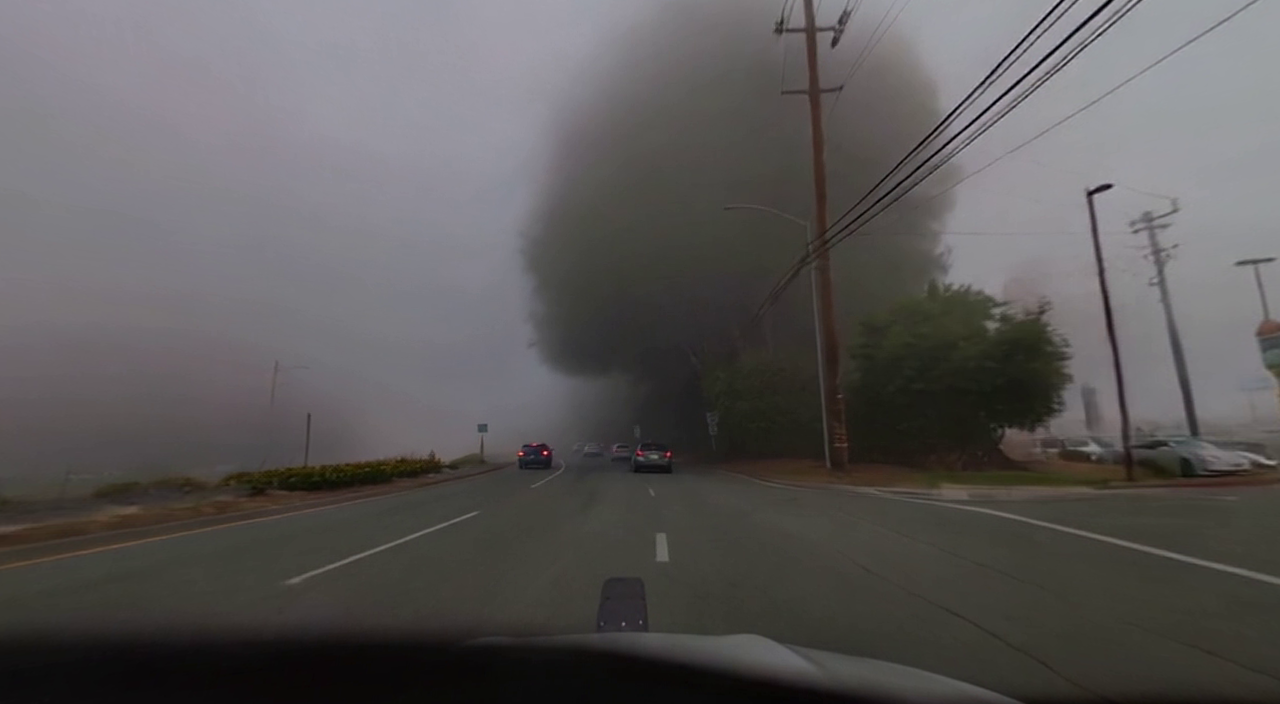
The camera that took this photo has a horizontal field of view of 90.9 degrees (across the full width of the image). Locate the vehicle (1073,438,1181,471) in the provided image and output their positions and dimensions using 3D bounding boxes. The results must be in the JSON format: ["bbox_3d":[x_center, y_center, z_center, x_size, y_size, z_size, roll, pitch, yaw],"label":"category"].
[{"bbox_3d":[27.452,5.812,35.723,4.350,1.447,1.696,-7,-10,14],"label":"vehicle"}]

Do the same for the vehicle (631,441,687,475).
[{"bbox_3d":[0.791,4.947,29.717,2.130,1.476,4.453,1,-8,-4],"label":"vehicle"}]

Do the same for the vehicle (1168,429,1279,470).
[{"bbox_3d":[25.359,4.103,26.233,4.834,1.495,1.785,1,-9,12],"label":"vehicle"}]

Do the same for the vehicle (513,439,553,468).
[{"bbox_3d":[-6.955,6.642,41.347,2.195,1.752,4.515,1,-8,-5],"label":"vehicle"}]
